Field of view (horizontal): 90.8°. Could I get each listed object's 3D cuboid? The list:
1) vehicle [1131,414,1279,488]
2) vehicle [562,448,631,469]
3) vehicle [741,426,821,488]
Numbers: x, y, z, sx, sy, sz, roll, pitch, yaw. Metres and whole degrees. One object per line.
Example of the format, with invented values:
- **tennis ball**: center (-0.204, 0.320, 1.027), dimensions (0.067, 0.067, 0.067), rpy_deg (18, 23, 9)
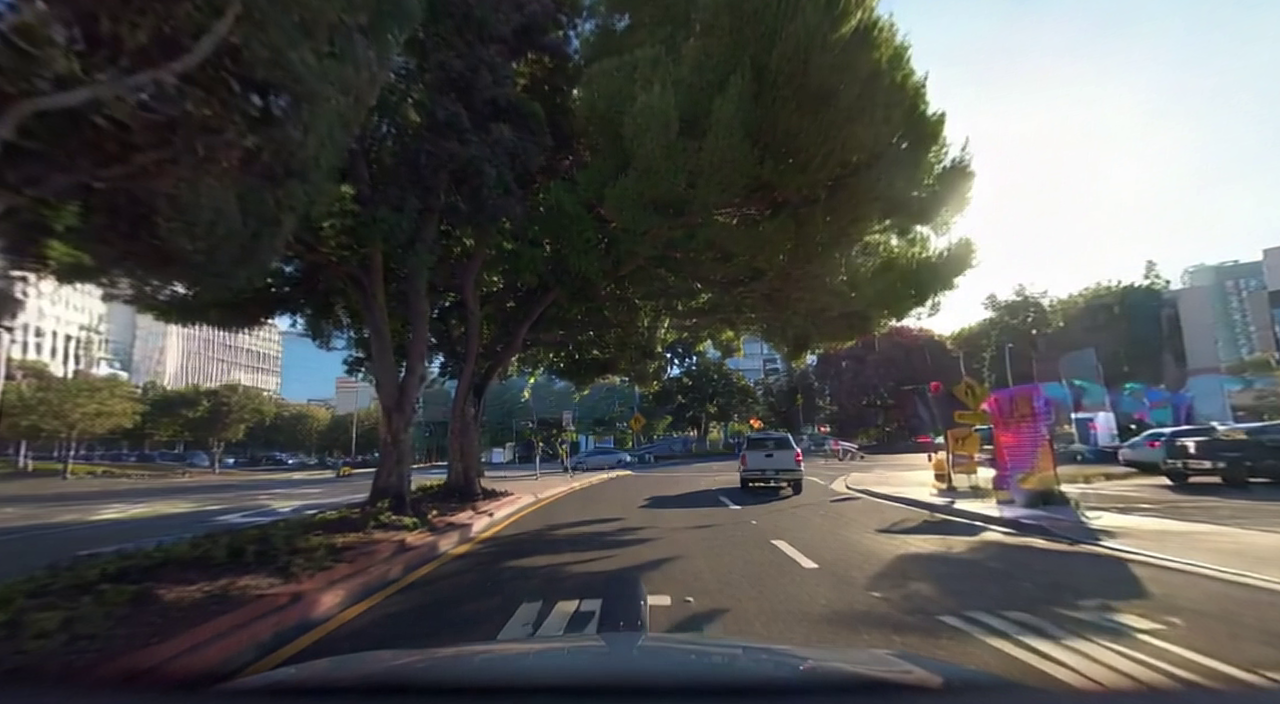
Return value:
- **vehicle**: center (17.720, 2.815, 18.417), dimensions (4.765, 1.678, 2.228), rpy_deg (-5, -4, 7)
- **vehicle**: center (-3.136, 7.689, 45.844), dimensions (4.633, 1.467, 1.842), rpy_deg (-2, -9, 12)
- **vehicle**: center (4.933, 3.715, 22.733), dimensions (2.402, 1.922, 5.677), rpy_deg (-1, -9, 10)
